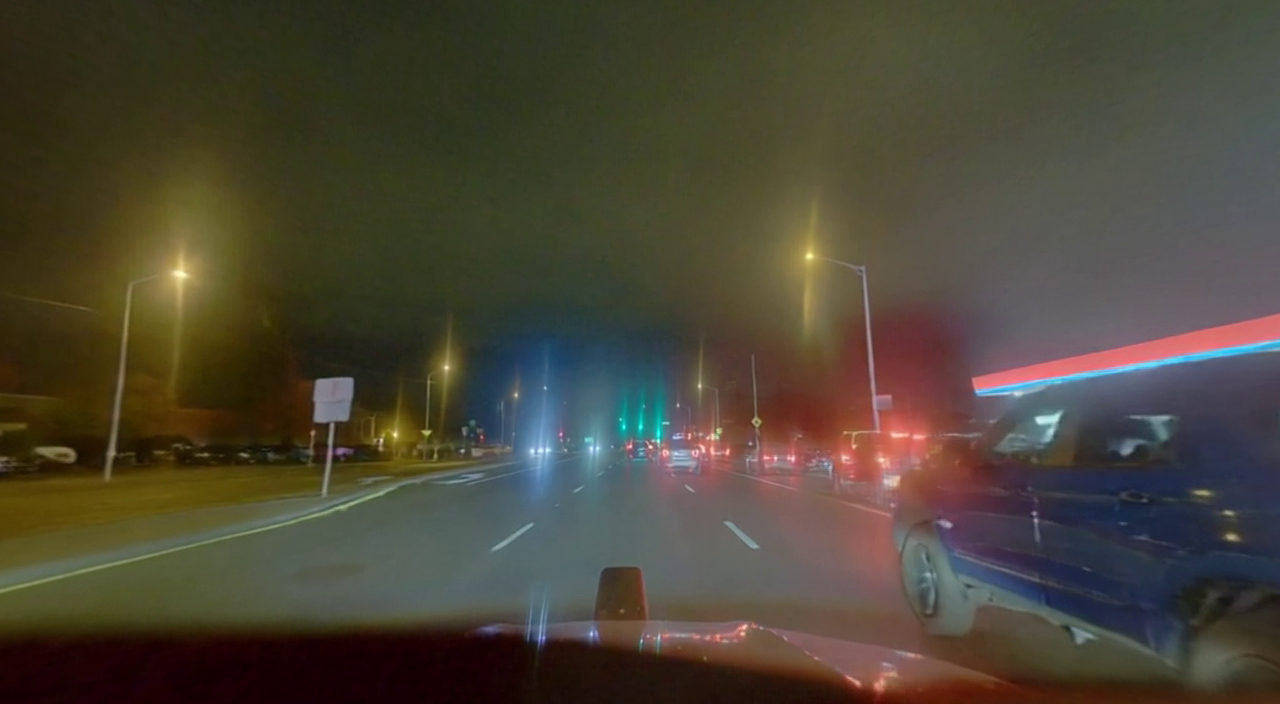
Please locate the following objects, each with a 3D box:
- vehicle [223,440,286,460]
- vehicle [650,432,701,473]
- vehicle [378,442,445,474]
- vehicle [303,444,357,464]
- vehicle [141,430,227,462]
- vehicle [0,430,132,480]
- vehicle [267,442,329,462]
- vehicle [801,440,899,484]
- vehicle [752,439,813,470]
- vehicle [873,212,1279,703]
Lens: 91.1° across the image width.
[{"bbox_3d":[-30.100,7.684,49.181,1.949,1.466,4.654,0,-8,1],"label":"vehicle"},{"bbox_3d":[1.703,4.958,31.210,2.317,1.857,5.150,0,-8,2],"label":"vehicle"},{"bbox_3d":[-11.438,5.330,31.720,1.942,1.473,4.506,1,-8,-4],"label":"vehicle"},{"bbox_3d":[-24.259,7.980,49.308,1.822,1.466,4.445,0,-9,2],"label":"vehicle"},{"bbox_3d":[-30.719,6.401,42.546,2.042,1.901,5.209,-3,-10,-1],"label":"vehicle"},{"bbox_3d":[-25.714,4.501,27.653,2.086,1.967,5.297,0,-8,1],"label":"vehicle"},{"bbox_3d":[-26.934,7.897,49.701,1.929,1.537,5.124,0,-8,2],"label":"vehicle"},{"bbox_3d":[7.474,3.947,22.852,1.966,1.416,4.589,0,-8,0],"label":"vehicle"},{"bbox_3d":[7.441,5.417,33.281,2.055,1.508,4.782,0,-8,0],"label":"vehicle"},{"bbox_3d":[3.057,0.713,2.797,2.246,1.963,4.777,0,-8,1],"label":"vehicle"}]
